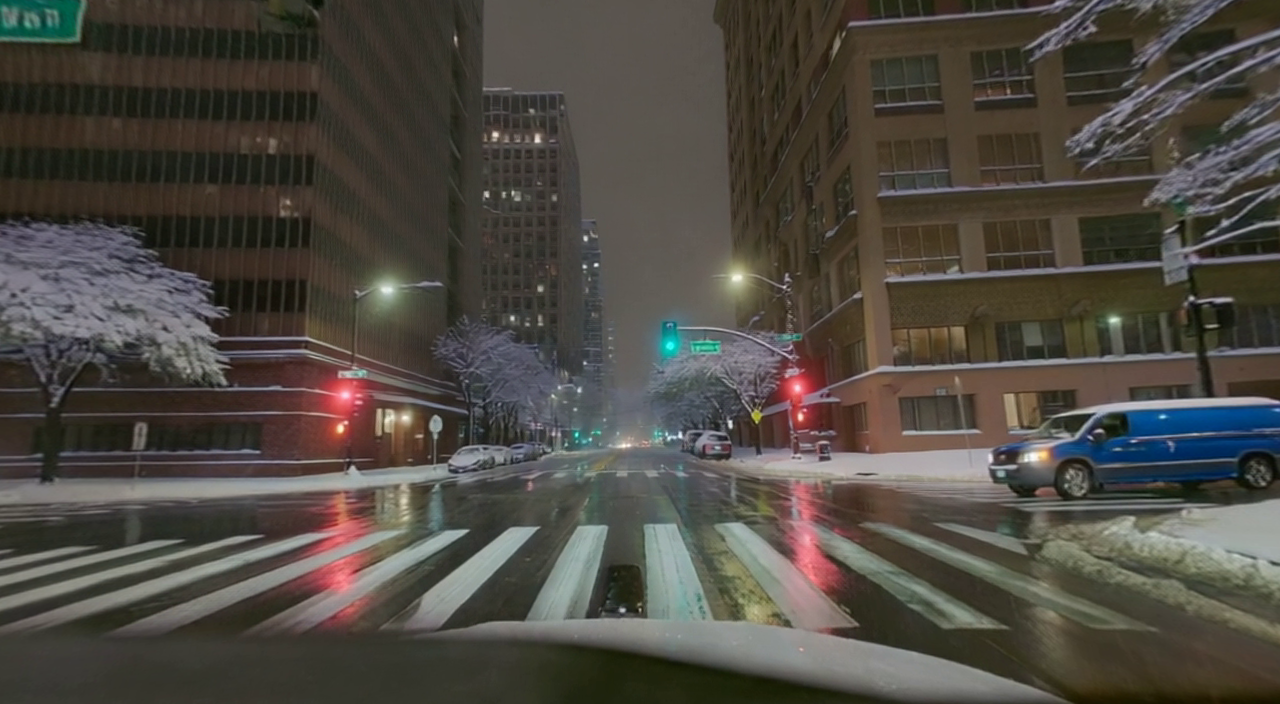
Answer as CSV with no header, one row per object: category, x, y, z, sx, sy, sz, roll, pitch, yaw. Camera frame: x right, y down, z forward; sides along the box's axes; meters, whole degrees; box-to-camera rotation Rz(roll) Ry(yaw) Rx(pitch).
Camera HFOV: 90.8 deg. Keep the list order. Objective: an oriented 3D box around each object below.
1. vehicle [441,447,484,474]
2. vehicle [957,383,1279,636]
vehicle,-12.419,7.568,44.456,1.935,1.639,4.244,-3,-8,-2
vehicle,5.577,1.399,6.362,2.070,1.804,4.881,0,-8,-2
